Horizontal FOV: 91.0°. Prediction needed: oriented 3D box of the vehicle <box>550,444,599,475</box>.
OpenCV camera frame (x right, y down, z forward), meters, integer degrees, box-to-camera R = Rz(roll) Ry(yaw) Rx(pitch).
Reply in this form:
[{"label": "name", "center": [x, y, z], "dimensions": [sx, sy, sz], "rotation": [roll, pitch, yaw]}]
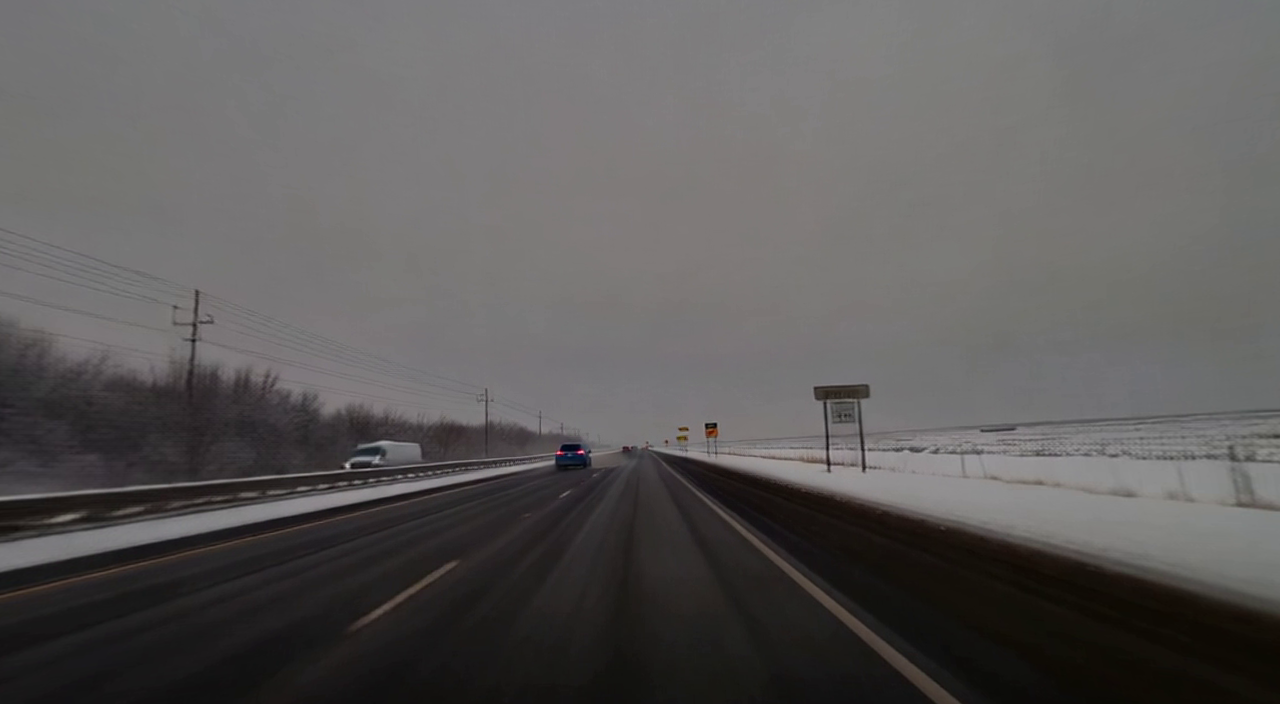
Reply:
[{"label": "vehicle", "center": [-3.437, 5.735, 33.907], "dimensions": [2.106, 1.543, 4.465], "rotation": [0, -9, 1]}]
